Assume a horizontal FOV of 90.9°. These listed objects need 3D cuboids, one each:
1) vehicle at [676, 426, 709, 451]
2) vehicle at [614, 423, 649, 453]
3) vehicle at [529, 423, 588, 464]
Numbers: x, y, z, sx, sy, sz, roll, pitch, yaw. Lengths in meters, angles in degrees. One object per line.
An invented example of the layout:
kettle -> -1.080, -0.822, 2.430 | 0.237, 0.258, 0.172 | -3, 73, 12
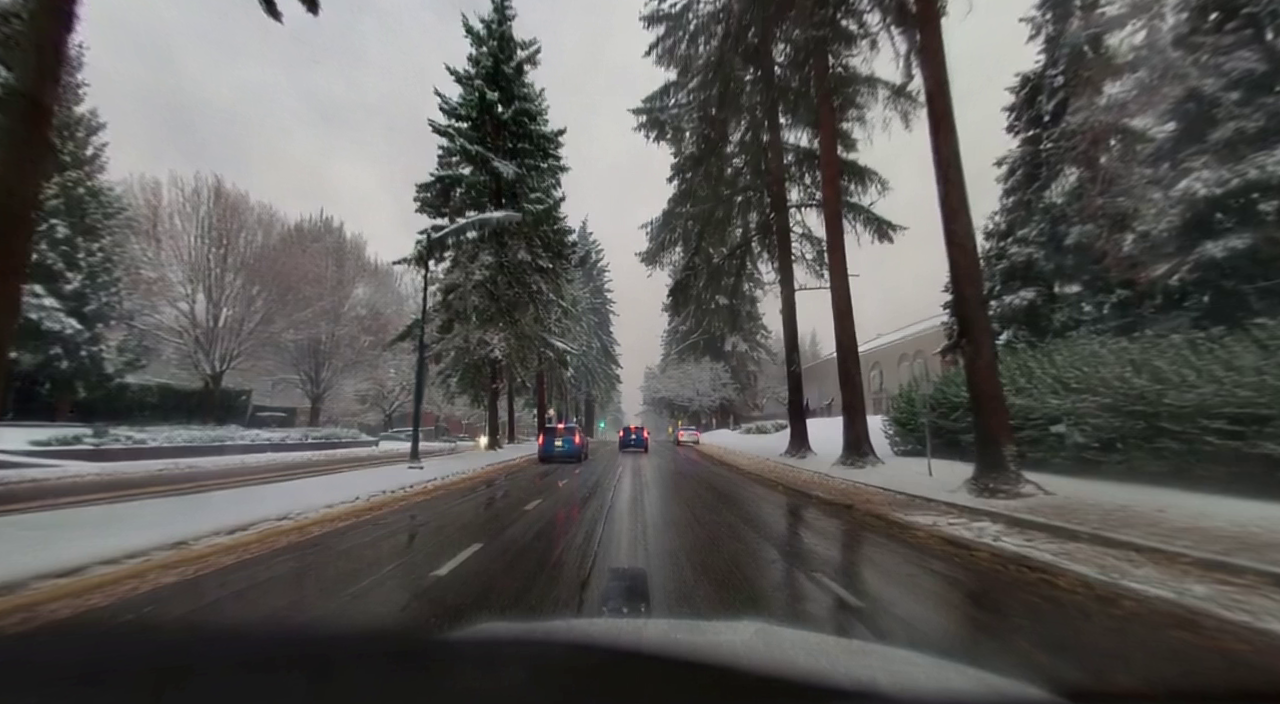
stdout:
vehicle -> 3.516, 5.902, 42.835 | 1.847, 1.554, 4.052 | 0, -8, -2
vehicle -> -0.494, 5.240, 38.144 | 2.022, 1.700, 4.084 | 0, -8, -1
vehicle -> -3.563, 4.138, 28.483 | 2.047, 1.710, 4.314 | 0, -8, 0
